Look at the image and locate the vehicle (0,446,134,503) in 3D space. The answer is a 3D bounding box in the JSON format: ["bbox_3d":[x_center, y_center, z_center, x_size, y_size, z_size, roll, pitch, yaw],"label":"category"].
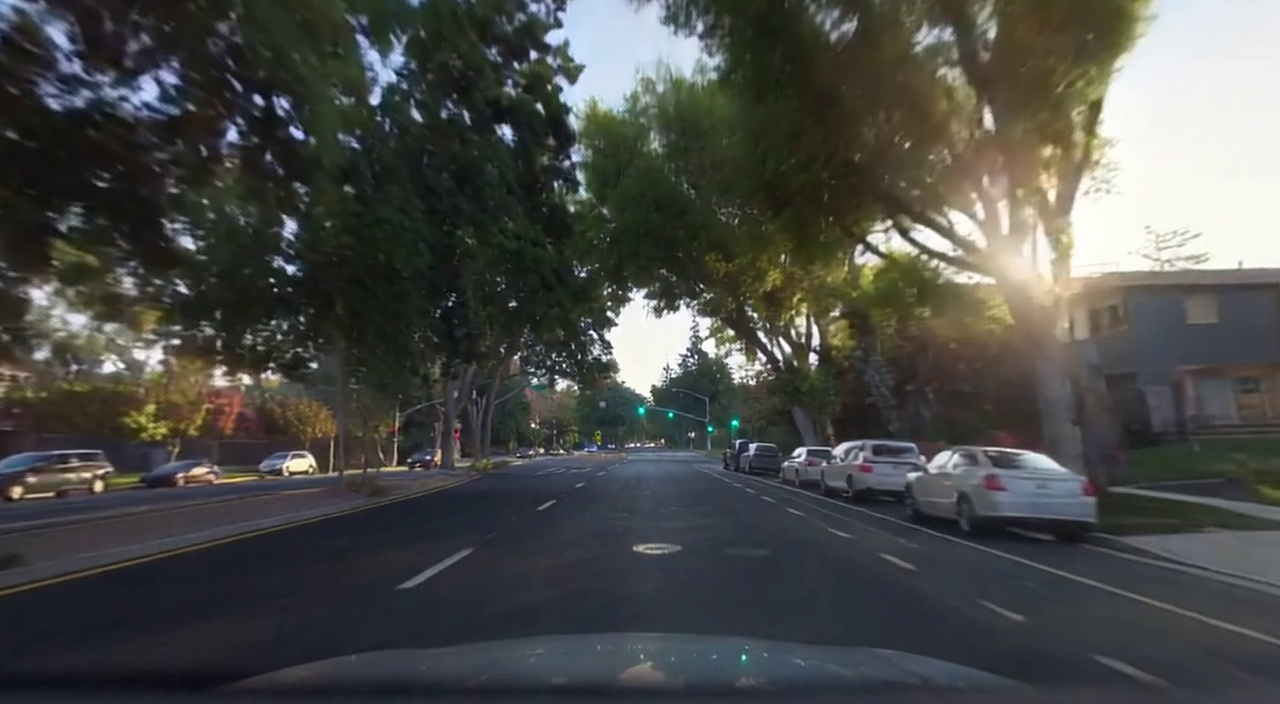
[{"bbox_3d":[-21.678,4.420,23.171,2.001,1.839,4.669,0,-9,0],"label":"vehicle"}]

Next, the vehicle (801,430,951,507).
[{"bbox_3d":[6.212,3.133,17.314,2.112,1.788,4.933,0,-9,-1],"label":"vehicle"}]

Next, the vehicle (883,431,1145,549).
[{"bbox_3d":[6.223,2.314,11.234,1.918,1.662,4.393,0,-9,-1],"label":"vehicle"}]

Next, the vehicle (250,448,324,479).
[{"bbox_3d":[-21.488,6.764,38.413,1.933,1.733,4.518,0,-9,-1],"label":"vehicle"}]

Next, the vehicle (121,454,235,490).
[{"bbox_3d":[-21.511,5.564,29.511,1.842,1.496,4.614,0,-9,1],"label":"vehicle"}]

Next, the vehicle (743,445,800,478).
[{"bbox_3d":[6.468,5.401,31.313,1.901,1.470,4.580,0,-9,1],"label":"vehicle"}]
